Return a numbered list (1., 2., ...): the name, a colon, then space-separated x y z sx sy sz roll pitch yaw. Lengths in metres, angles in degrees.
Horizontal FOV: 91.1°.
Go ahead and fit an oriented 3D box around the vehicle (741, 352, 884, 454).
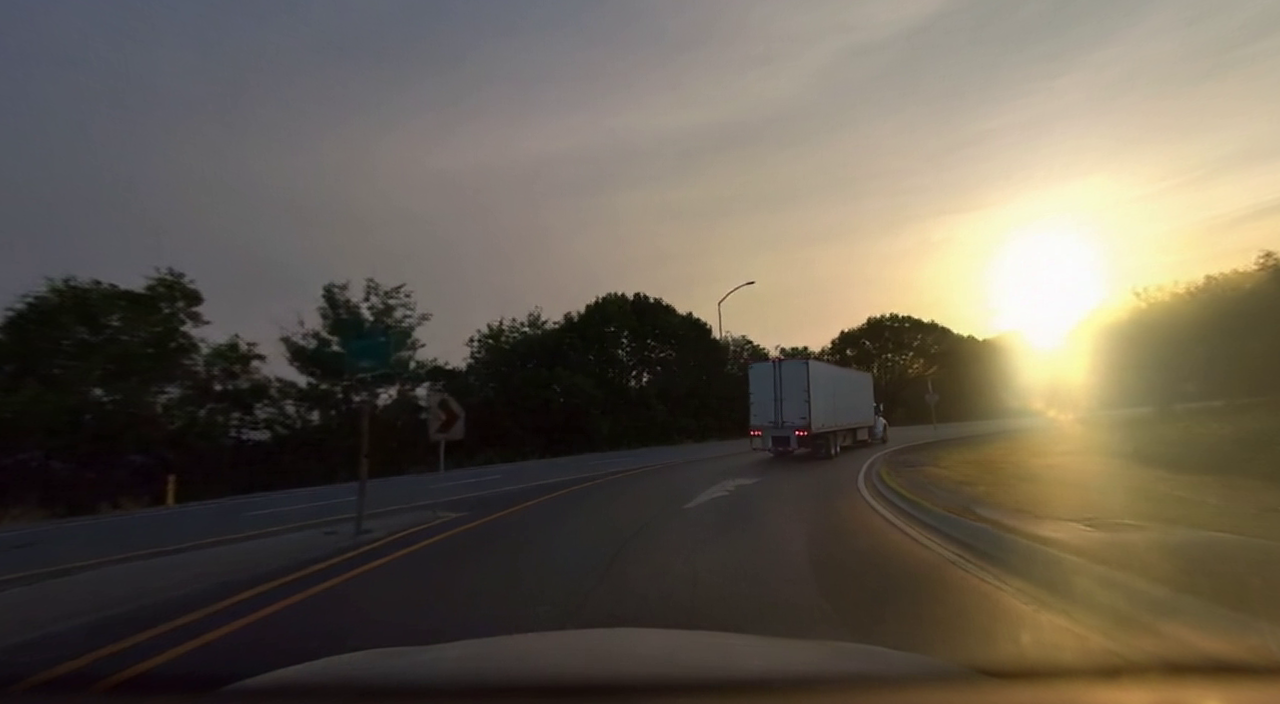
1. vehicle: 8.057 2.534 27.994 2.837 3.712 10.484 -5 -9 33
